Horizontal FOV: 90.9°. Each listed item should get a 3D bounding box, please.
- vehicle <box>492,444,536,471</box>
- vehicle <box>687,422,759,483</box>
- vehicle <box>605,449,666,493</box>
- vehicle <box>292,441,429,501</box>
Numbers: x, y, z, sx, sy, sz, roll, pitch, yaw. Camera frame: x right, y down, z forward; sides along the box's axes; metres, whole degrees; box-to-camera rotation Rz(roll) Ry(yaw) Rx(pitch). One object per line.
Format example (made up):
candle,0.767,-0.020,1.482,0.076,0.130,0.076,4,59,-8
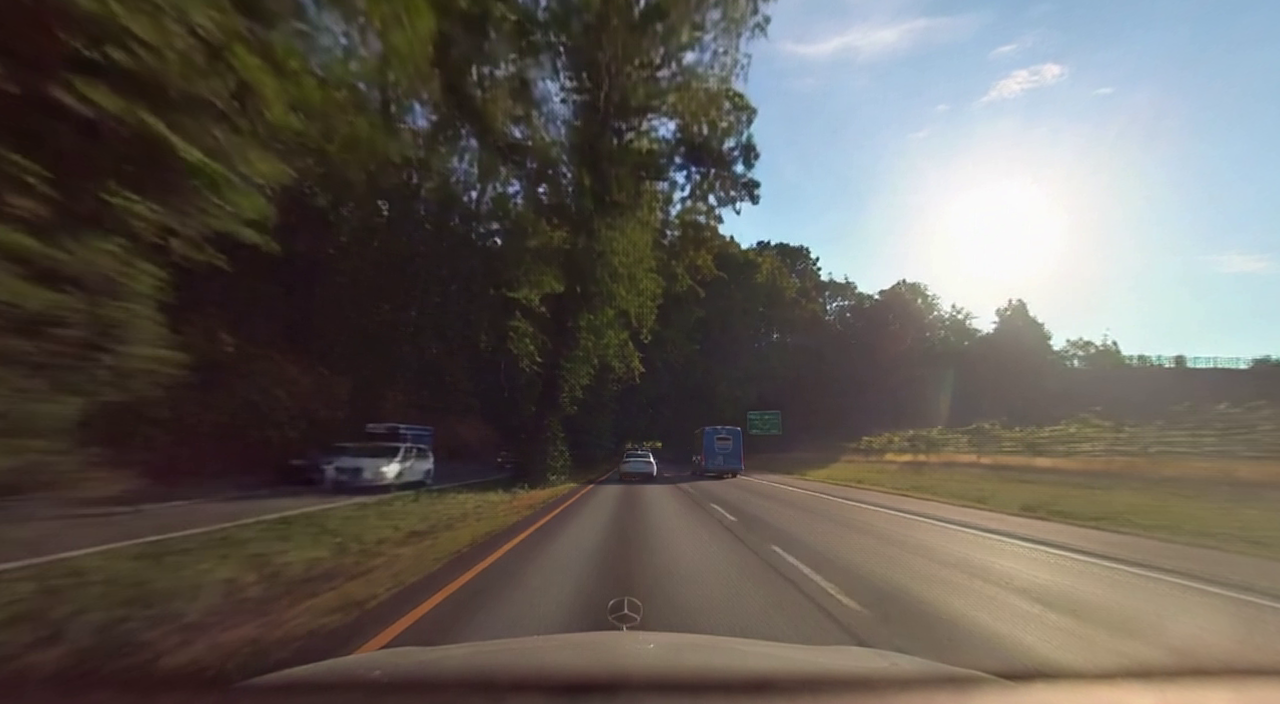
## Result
vehicle,-7.844,6.606,39.629,1.914,1.609,4.184,0,-9,0
vehicle,3.853,4.886,30.650,2.513,2.633,5.930,0,-9,-1
vehicle,-0.189,4.295,23.063,2.037,1.417,3.885,0,-9,-1
vehicle,-7.686,3.312,17.884,1.888,1.466,4.355,0,-9,0
